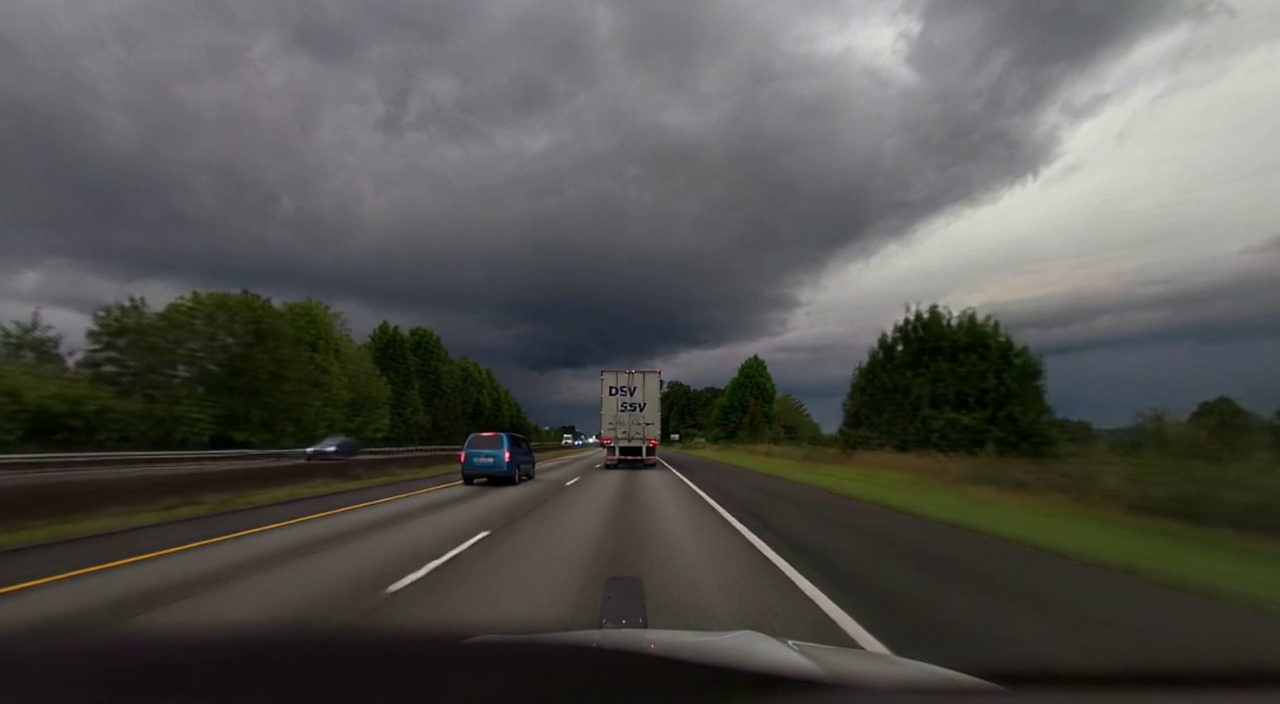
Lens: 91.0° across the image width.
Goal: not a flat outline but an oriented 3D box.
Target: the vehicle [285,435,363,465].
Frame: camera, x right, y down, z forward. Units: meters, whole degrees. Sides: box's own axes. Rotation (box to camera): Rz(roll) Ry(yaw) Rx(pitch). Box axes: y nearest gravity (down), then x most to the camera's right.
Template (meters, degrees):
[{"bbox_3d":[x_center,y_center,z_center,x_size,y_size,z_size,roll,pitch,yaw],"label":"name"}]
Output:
[{"bbox_3d":[-16.845,5.239,33.801,1.924,1.457,4.470,0,-8,-1],"label":"vehicle"}]

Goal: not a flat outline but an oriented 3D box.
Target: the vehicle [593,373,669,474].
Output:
[{"bbox_3d":[-0.465,3.525,29.883,2.969,3.957,10.270,0,-8,-1],"label":"vehicle"}]

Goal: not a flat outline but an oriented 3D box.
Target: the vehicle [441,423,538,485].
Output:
[{"bbox_3d":[-4.797,3.328,20.824,2.086,1.778,4.544,0,-8,0],"label":"vehicle"}]
